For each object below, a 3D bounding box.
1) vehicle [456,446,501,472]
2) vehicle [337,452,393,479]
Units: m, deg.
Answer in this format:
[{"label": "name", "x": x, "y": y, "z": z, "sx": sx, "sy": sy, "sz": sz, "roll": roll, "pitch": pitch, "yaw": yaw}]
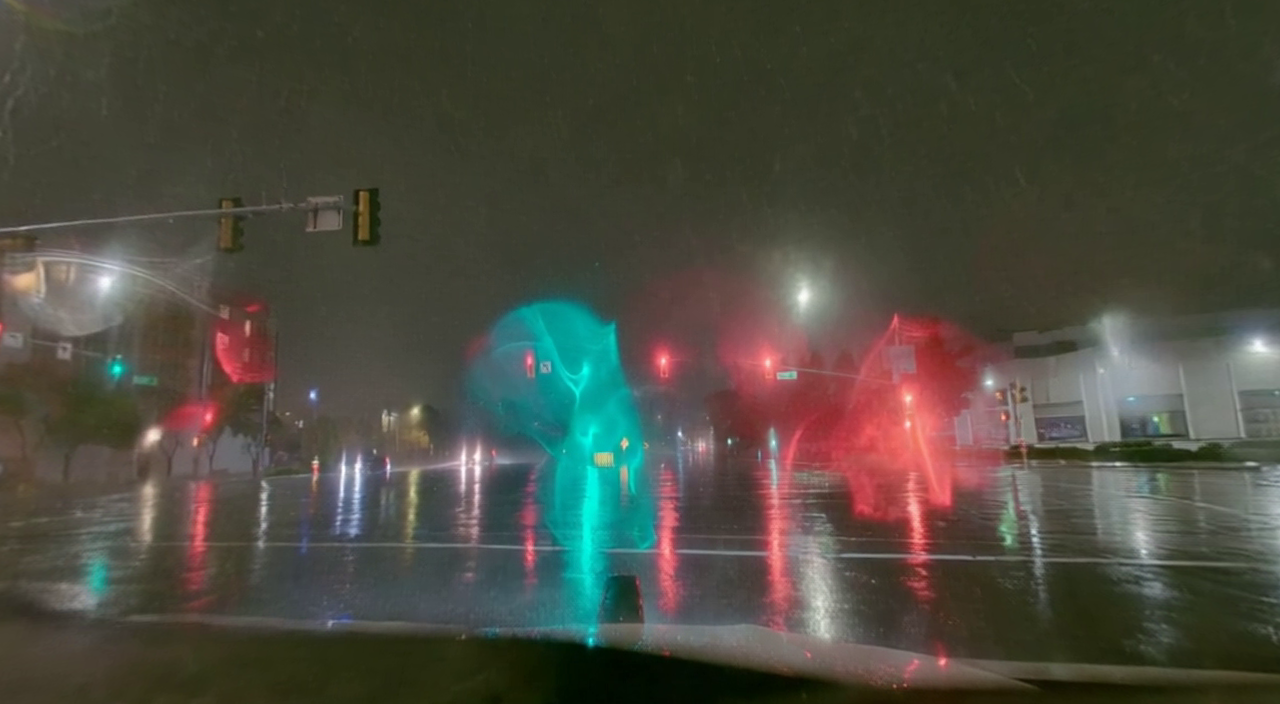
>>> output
[{"label": "vehicle", "x": -12.163, "y": 8.056, "z": 47.969, "sx": 2.151, "sy": 1.847, "sz": 4.634, "roll": 0, "pitch": -9, "yaw": 0}, {"label": "vehicle", "x": -18.839, "y": 7.767, "z": 43.483, "sx": 1.933, "sy": 1.664, "sz": 4.255, "roll": 0, "pitch": -9, "yaw": 1}]
